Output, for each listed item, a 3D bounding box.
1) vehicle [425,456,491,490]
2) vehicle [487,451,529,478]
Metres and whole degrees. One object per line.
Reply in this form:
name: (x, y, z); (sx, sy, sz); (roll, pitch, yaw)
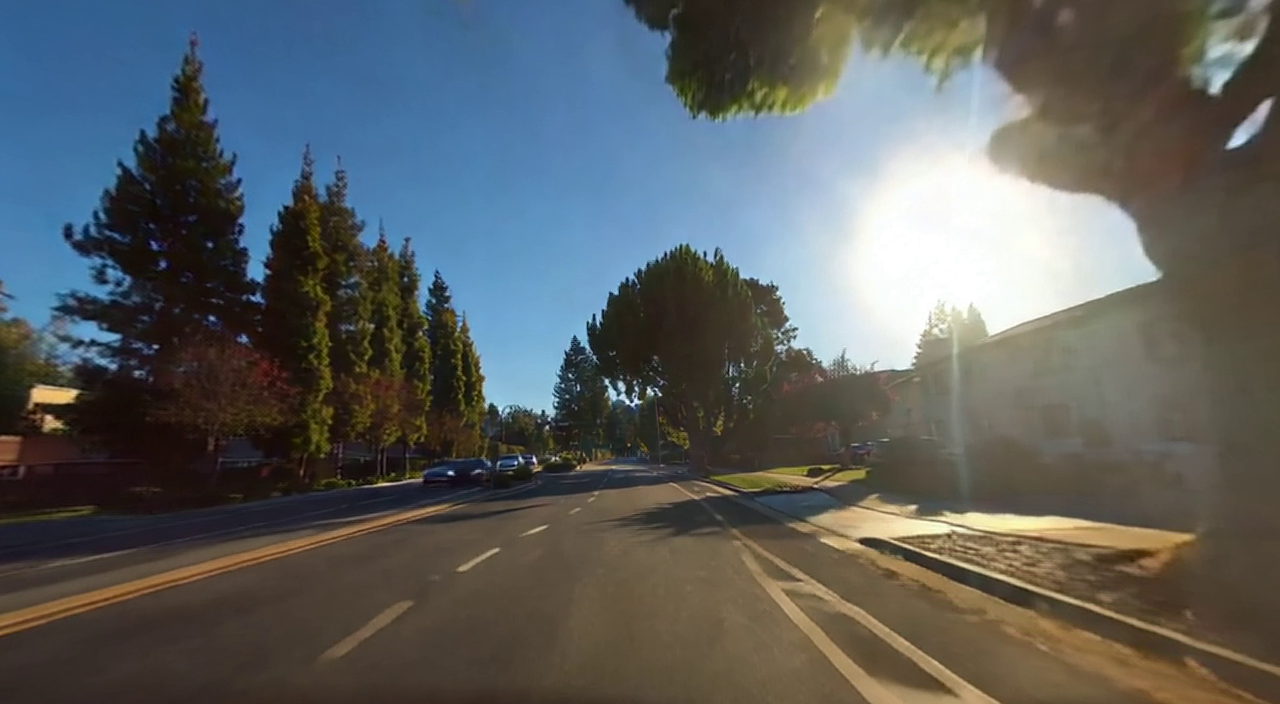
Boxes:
vehicle: (-8.880, 5.911, 31.088); (2.050, 1.486, 4.512); (0, -8, -2)
vehicle: (-9.550, 8.172, 45.896); (2.057, 1.805, 4.933); (0, -9, 0)
